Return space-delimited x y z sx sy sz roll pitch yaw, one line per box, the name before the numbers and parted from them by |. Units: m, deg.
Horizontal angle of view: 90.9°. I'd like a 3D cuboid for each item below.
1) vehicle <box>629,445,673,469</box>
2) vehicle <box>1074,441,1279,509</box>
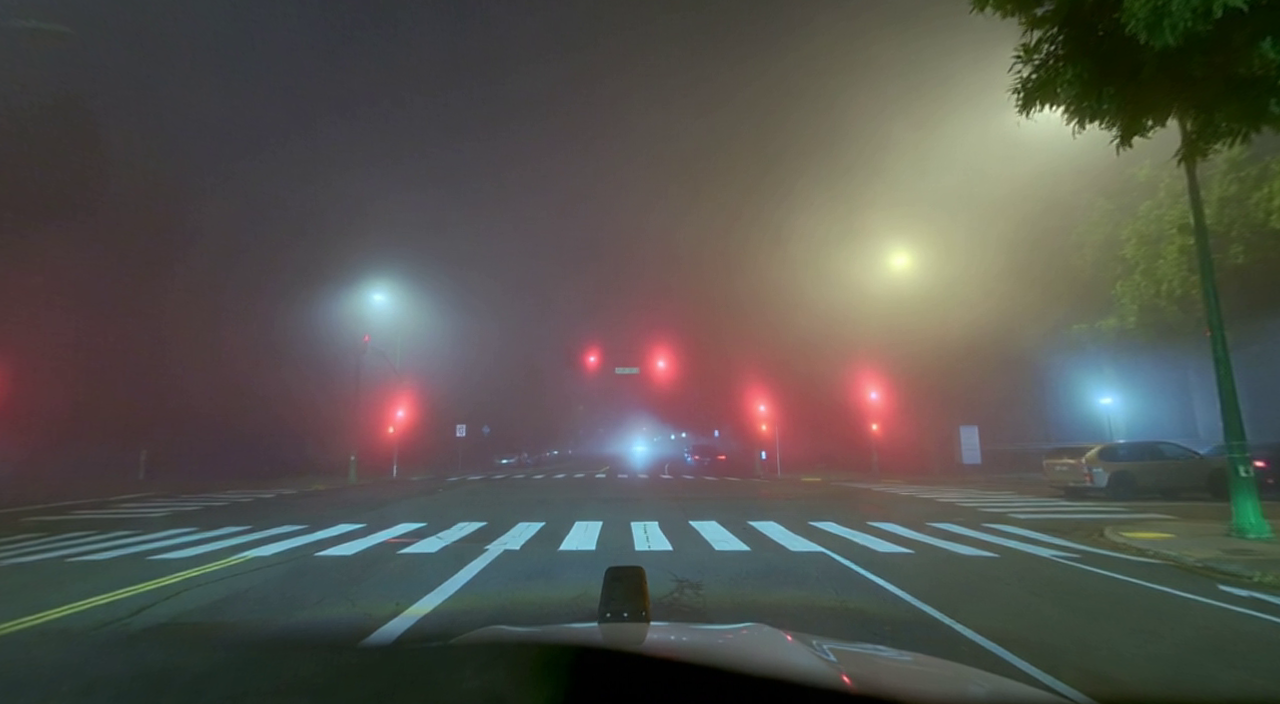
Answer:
vehicle | 0.711 7.157 43.221 1.972 1.522 4.368 2 -9 -14
vehicle | 12.983 2.792 14.571 4.424 1.436 1.804 -1 -8 5
